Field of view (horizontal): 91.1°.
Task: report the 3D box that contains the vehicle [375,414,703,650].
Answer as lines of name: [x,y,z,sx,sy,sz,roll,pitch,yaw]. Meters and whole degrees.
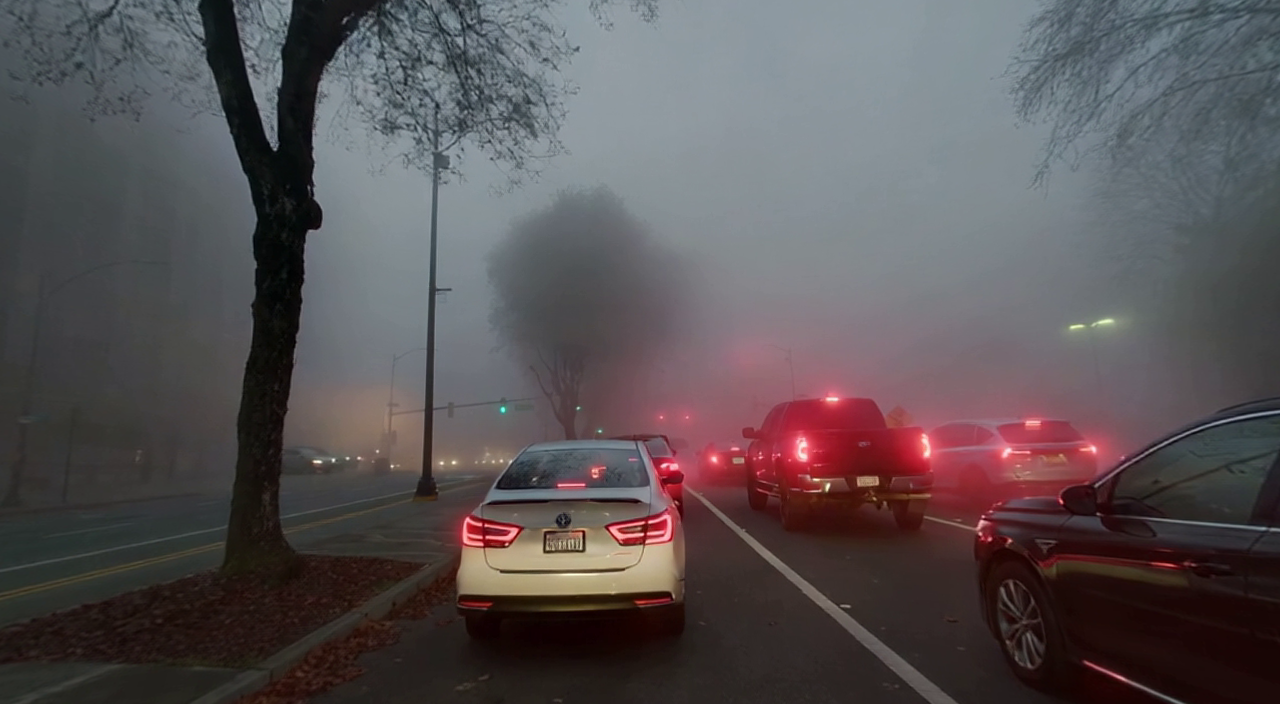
vehicle: [-0.610,1.502,6.340,2.172,1.536,4.250,0,-9,2]

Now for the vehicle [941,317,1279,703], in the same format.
vehicle: [3.164,0.751,2.087,2.024,1.723,4.714,0,-9,1]

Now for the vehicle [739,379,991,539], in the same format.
vehicle: [3.554,1.902,11.644,2.497,2.186,5.890,0,-9,0]
